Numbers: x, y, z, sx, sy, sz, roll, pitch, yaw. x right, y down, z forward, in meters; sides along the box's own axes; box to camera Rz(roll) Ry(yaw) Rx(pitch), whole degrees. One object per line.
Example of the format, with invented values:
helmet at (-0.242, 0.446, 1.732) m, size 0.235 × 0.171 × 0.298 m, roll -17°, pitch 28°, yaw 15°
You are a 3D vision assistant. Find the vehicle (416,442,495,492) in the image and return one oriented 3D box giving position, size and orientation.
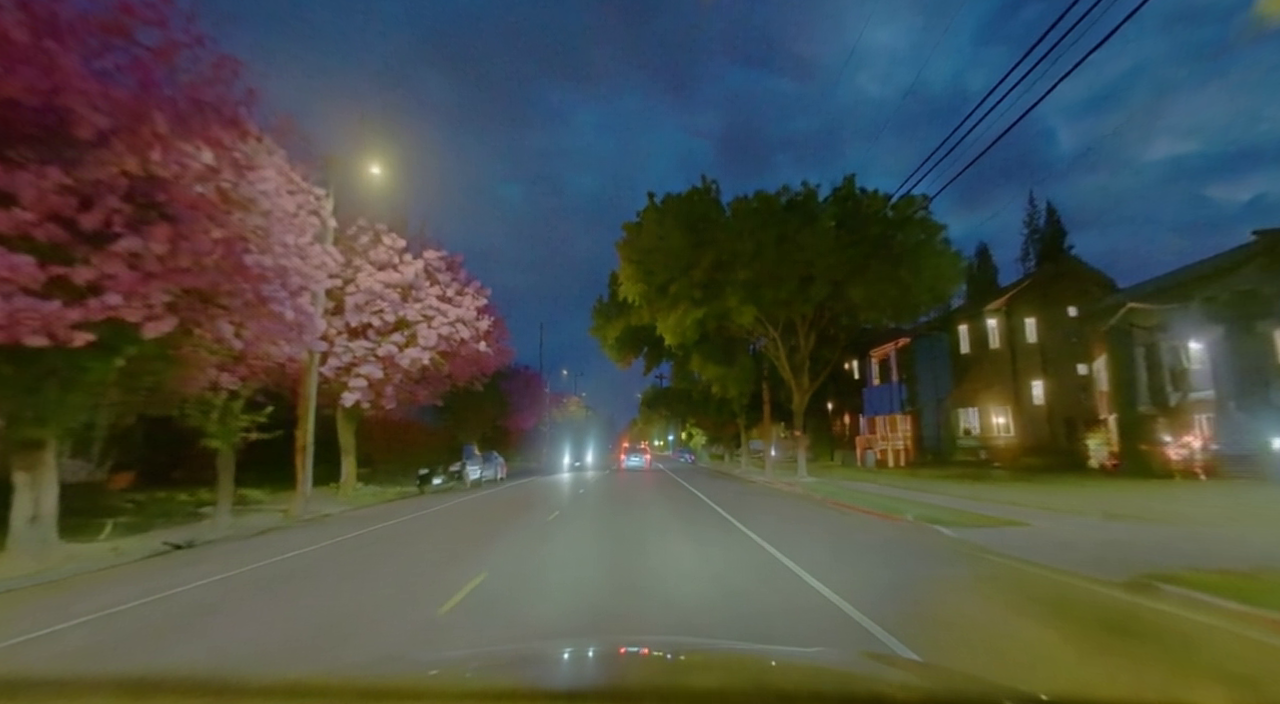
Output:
vehicle at (-7.710, 4.879, 26.722) m, size 2.022 × 1.795 × 4.337 m, roll -3°, pitch -10°, yaw 0°

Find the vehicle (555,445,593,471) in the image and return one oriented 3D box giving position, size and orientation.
vehicle at (-4.122, 6.700, 40.085) m, size 2.022 × 1.534 × 4.320 m, roll 0°, pitch -8°, yaw -1°

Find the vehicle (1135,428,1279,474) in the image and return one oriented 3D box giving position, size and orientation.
vehicle at (21.009, 3.562, 22.767) m, size 4.466 × 1.584 × 2.072 m, roll 0°, pitch -8°, yaw -2°

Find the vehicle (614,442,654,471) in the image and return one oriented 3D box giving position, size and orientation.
vehicle at (-0.369, 5.769, 34.977) m, size 2.104 × 1.500 × 3.815 m, roll 0°, pitch -8°, yaw -1°
